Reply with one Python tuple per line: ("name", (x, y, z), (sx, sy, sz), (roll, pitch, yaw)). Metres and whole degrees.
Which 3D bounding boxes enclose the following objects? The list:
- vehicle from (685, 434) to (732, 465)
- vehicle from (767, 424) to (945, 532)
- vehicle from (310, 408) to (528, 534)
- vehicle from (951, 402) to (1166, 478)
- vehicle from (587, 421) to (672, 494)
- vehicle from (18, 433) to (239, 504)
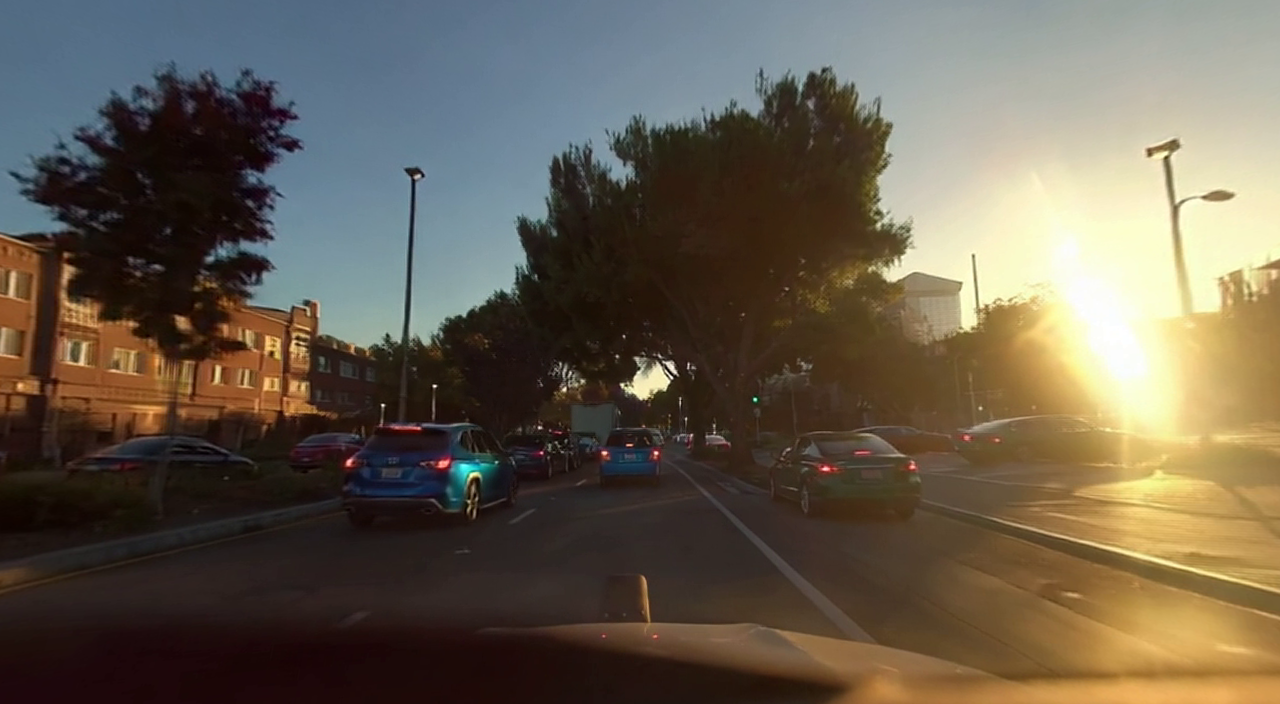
("vehicle", (3.388, 4.940, 31.918), (1.948, 1.475, 4.093), (0, -8, 0))
("vehicle", (3.541, 2.115, 11.117), (1.847, 1.554, 3.885), (0, -8, 2))
("vehicle", (-3.407, 1.944, 10.792), (2.047, 1.710, 4.314), (0, -8, 2))
("vehicle", (12.484, 2.678, 18.995), (4.991, 1.978, 2.090), (-8, -11, 42))
("vehicle", (-0.209, 2.810, 17.011), (2.022, 1.700, 4.084), (0, -8, 1))
("vehicle", (-12.380, 2.815, 15.671), (1.843, 1.509, 4.301), (0, -8, 1))
